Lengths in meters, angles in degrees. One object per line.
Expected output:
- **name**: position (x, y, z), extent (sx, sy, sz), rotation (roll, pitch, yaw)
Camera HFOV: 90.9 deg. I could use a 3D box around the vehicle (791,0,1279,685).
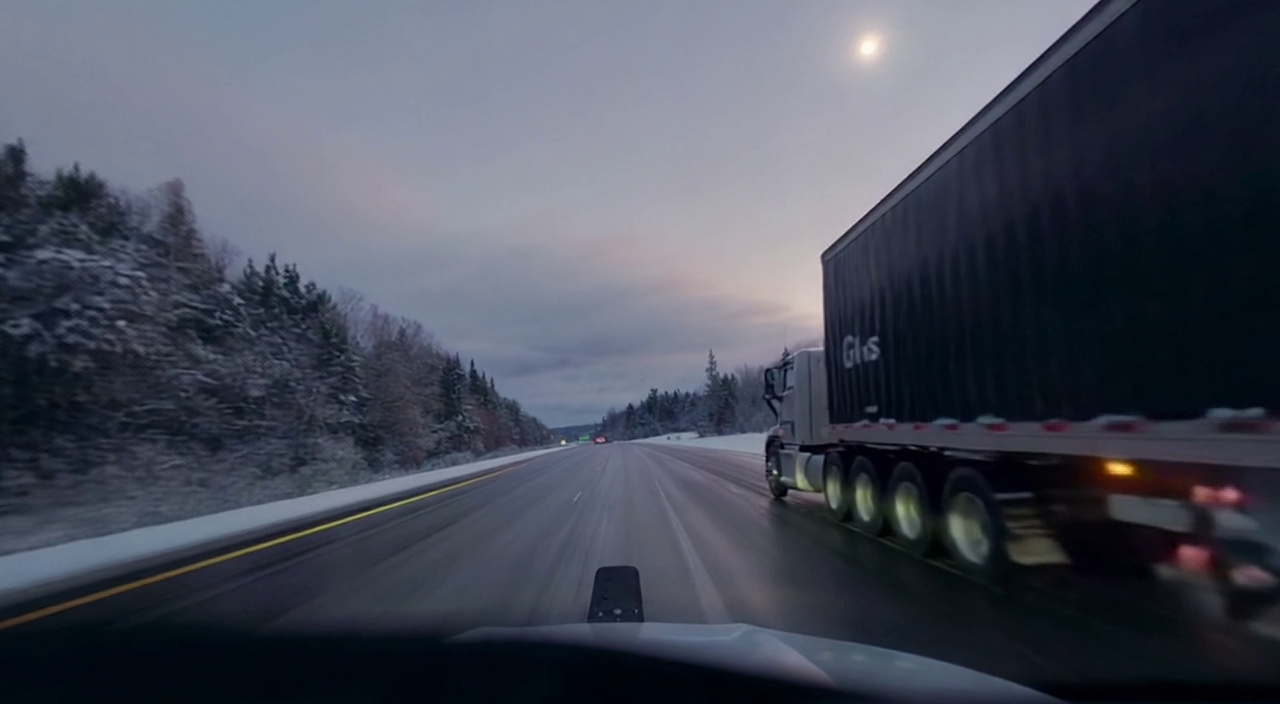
- **vehicle**: position (4.674, 0.344, 7.568), extent (2.985, 3.892, 9.938), rotation (0, -8, -2)
